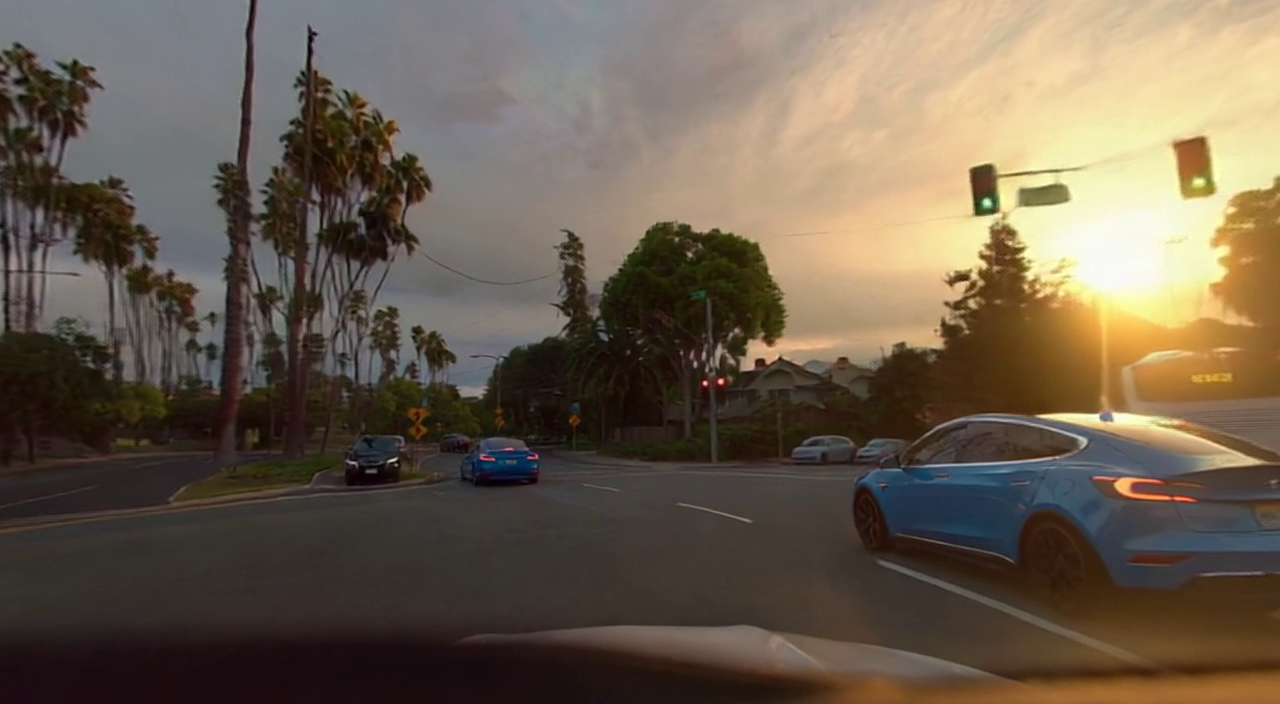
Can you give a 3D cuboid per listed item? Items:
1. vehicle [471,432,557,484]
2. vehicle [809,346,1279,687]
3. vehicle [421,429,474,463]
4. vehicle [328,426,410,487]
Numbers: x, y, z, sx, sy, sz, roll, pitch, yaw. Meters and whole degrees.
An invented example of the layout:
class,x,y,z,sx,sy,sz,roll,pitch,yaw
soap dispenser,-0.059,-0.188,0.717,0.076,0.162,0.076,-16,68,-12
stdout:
class,x,y,z,sx,sy,sz,roll,pitch,yaw
vehicle,-4.813,3.895,23.530,2.341,1.709,4.466,3,-9,-21
vehicle,3.542,1.229,6.018,2.205,1.803,5.135,1,-8,-3
vehicle,-11.810,5.693,38.480,2.272,1.891,4.562,4,-9,-26
vehicle,-9.796,3.665,22.595,2.283,1.878,5.384,4,-9,-26
